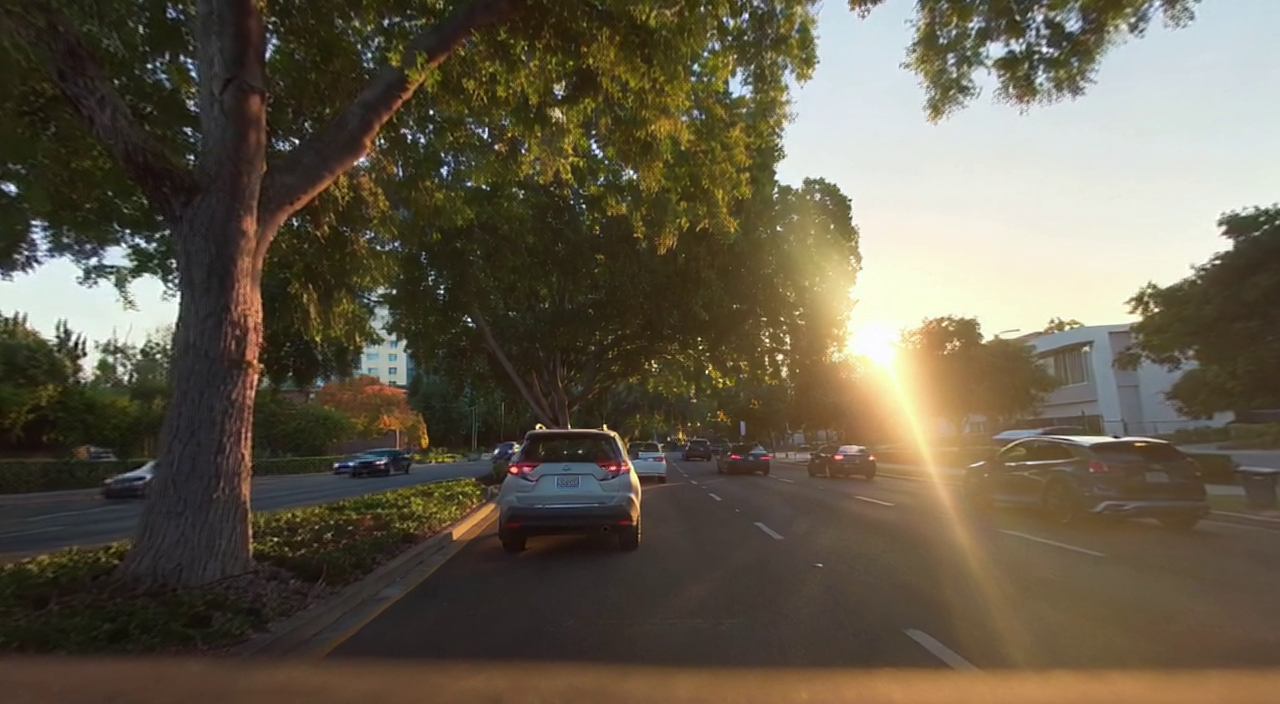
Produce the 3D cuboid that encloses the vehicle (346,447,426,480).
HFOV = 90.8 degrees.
[{"bbox_3d":[-12.167,5.348,30.593,1.981,1.463,4.395,0,-8,1],"label":"vehicle"}]

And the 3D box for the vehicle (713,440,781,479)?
[{"bbox_3d":[4.382,4.453,26.515,2.175,1.477,4.520,0,-8,2],"label":"vehicle"}]

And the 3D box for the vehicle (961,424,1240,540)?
[{"bbox_3d":[8.019,2.272,11.709,2.168,1.709,4.289,-1,-8,5],"label":"vehicle"}]

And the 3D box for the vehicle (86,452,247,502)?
[{"bbox_3d":[-15.837,4.155,21.508,1.900,1.467,4.609,0,-8,0],"label":"vehicle"}]

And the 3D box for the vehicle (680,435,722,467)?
[{"bbox_3d":[3.740,6.156,39.418,2.114,1.846,4.659,0,-8,-1],"label":"vehicle"}]

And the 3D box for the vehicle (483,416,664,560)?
[{"bbox_3d":[-0.941,1.867,9.326,2.106,1.655,3.717,1,-8,-5],"label":"vehicle"}]

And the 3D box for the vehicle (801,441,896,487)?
[{"bbox_3d":[7.357,3.965,22.758,1.977,1.485,4.308,0,-8,0],"label":"vehicle"}]
